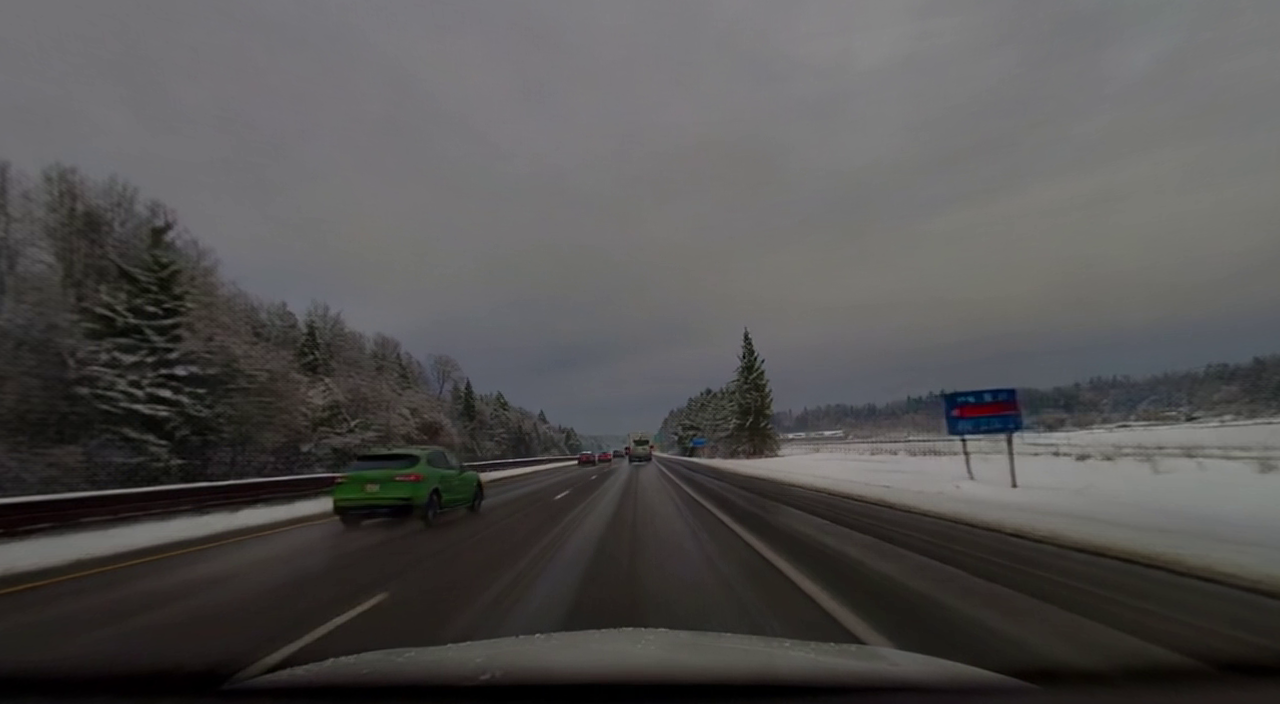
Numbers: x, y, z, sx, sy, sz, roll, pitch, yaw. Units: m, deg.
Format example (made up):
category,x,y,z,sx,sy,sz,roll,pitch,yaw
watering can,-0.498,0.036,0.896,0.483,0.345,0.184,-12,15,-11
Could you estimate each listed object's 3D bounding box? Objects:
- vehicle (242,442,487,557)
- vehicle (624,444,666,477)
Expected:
category,x,y,z,sx,sy,sz,roll,pitch,yaw
vehicle,-4.115,2.255,10.416,1.998,1.460,4.422,0,-9,1
vehicle,0.261,5.977,34.769,2.172,1.687,3.929,0,-9,0
